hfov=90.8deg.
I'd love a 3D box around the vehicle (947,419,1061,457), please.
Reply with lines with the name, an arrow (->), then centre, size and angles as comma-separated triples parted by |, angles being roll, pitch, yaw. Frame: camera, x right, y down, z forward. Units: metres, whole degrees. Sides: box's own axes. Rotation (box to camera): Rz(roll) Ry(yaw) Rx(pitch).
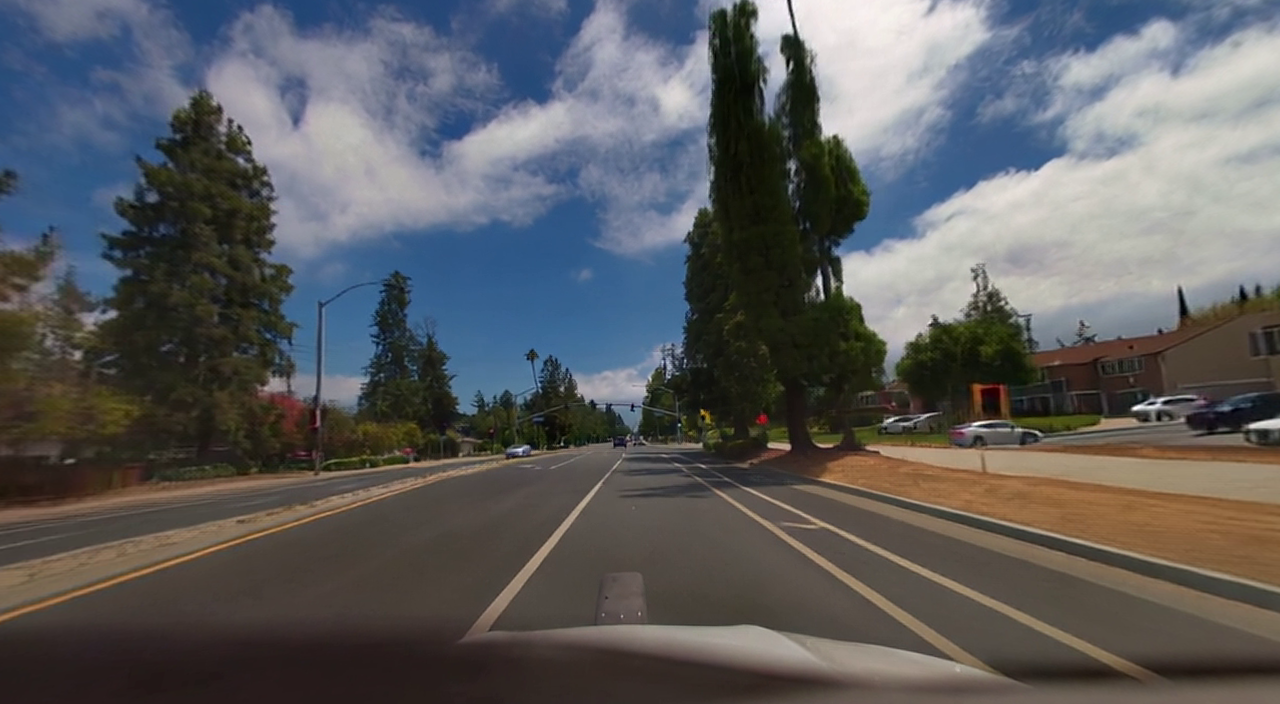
vehicle -> 15.572, 3.731, 27.372 | 1.882, 1.446, 4.741 | 0, -8, -4

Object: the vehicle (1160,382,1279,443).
vehicle -> 22.752, 2.216, 23.678 | 4.512, 1.837, 2.059 | -6, -8, -2
